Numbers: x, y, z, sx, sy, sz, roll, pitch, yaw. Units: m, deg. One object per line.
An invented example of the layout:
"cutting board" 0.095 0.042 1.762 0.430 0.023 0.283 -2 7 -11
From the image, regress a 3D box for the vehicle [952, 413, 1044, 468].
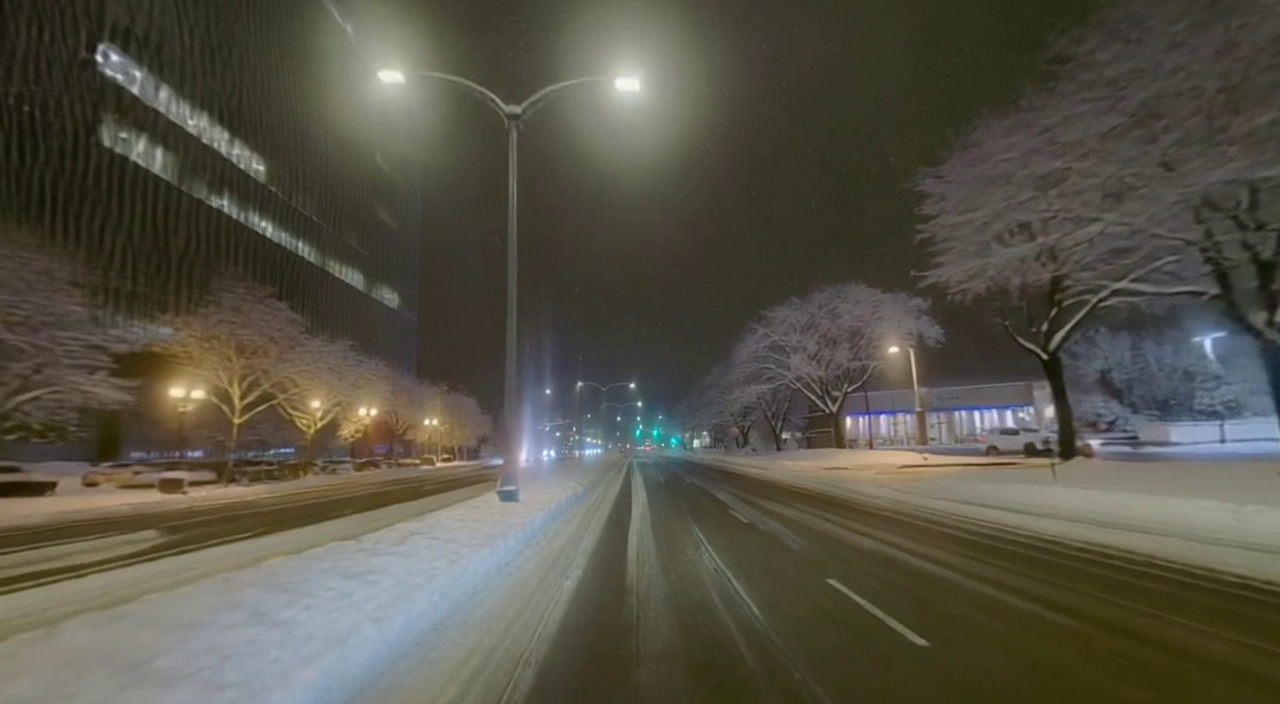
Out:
"vehicle" 25.746 6.480 45.949 2.724 3.646 7.111 0 -9 3

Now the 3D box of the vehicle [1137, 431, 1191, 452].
"vehicle" 40.153 6.911 48.521 1.961 1.523 4.094 -3 -10 22

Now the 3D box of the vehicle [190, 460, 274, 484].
"vehicle" -27.164 7.957 42.134 4.457 1.425 2.027 6 -11 -36

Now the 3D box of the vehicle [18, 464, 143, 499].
"vehicle" -27.492 6.312 31.149 4.391 1.476 1.871 8 -12 -42

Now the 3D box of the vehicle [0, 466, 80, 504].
"vehicle" -27.504 5.771 27.422 4.633 1.454 1.909 8 -11 -41

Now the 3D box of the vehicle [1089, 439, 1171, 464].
"vehicle" 29.983 6.116 38.804 1.748 1.435 3.949 0 -9 -1
